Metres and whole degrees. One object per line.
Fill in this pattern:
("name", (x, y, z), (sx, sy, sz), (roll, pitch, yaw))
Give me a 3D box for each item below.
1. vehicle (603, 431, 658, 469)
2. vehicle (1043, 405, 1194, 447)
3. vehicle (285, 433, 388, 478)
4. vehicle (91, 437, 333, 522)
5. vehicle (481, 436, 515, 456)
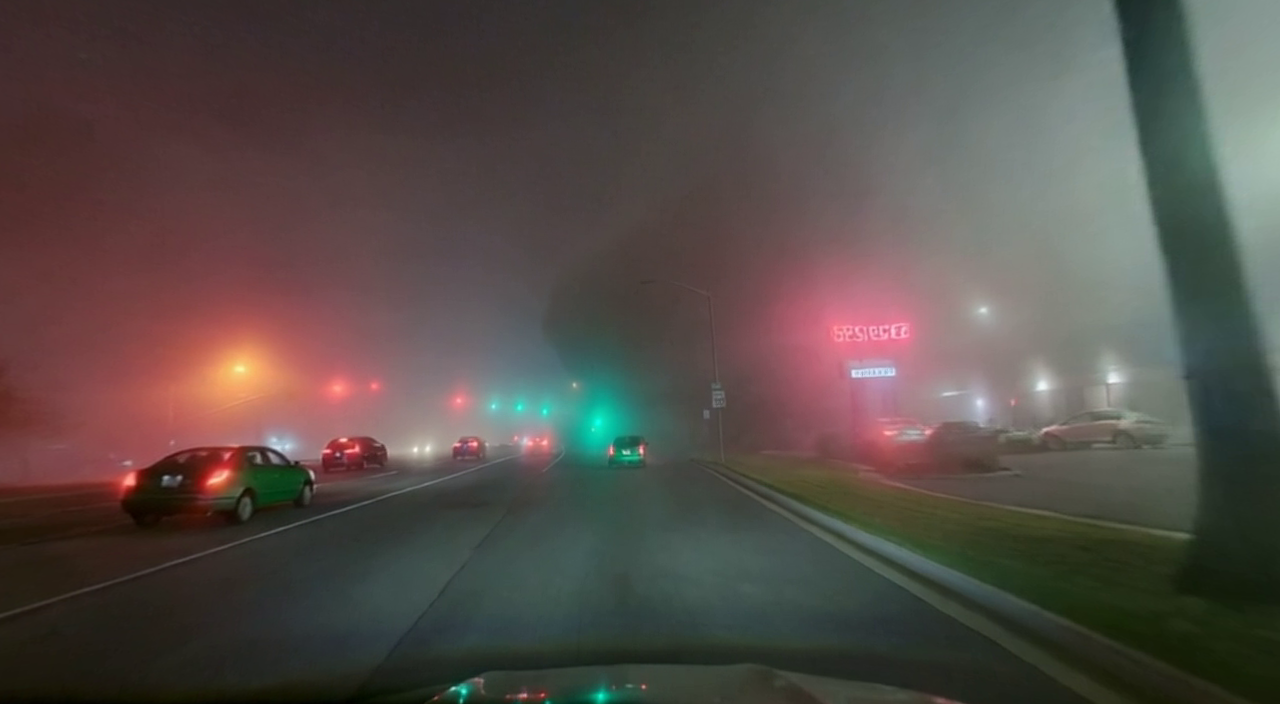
("vehicle", (-0.325, 4.240, 27.590), (2.070, 1.493, 4.570), (-1, -8, 3))
("vehicle", (18.399, 2.940, 24.630), (1.882, 1.463, 4.550), (1, -9, -9))
("vehicle", (-12.358, 4.218, 26.169), (2.108, 1.669, 5.076), (0, -8, -5))
("vehicle", (-8.566, 2.535, 13.304), (1.958, 1.455, 4.504), (0, -8, 0))
("vehicle", (-10.947, 7.248, 48.810), (1.905, 1.482, 4.463), (0, -8, -4))
